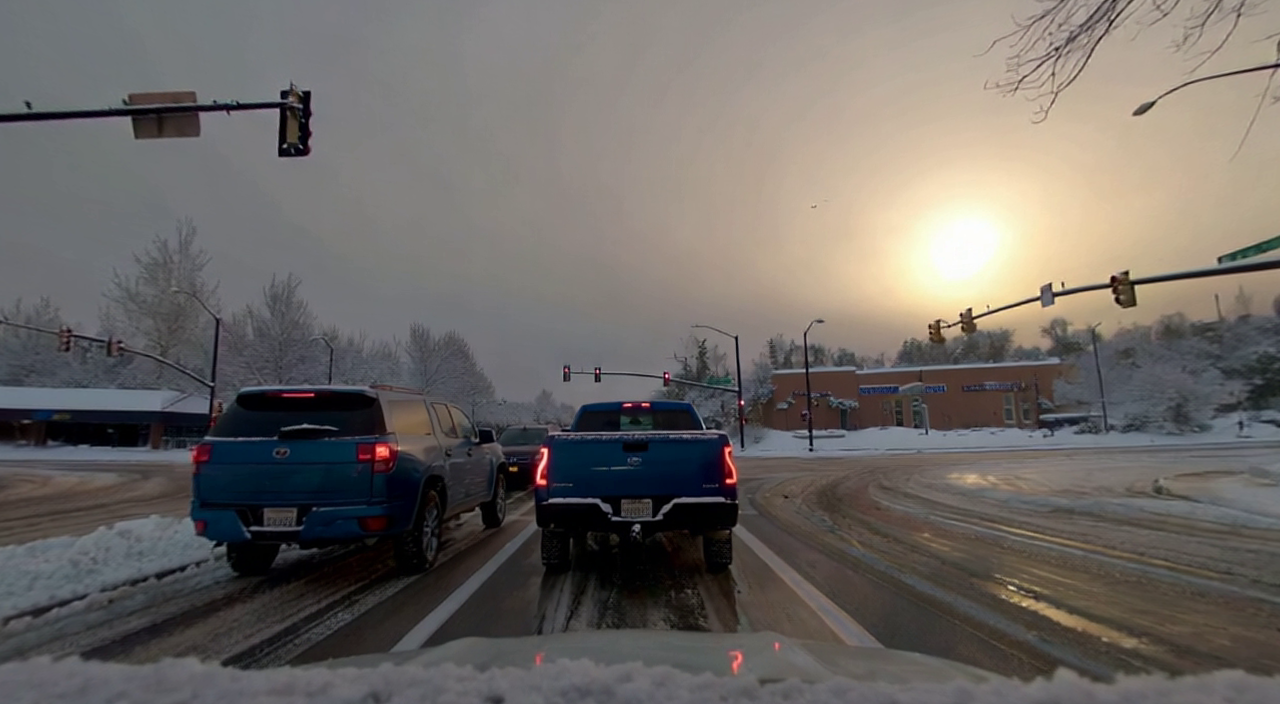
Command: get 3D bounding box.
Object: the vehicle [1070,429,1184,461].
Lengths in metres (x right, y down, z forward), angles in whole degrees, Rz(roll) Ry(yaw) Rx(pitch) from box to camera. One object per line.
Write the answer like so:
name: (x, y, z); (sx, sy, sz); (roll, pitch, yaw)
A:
vehicle: (27.928, 5.328, 36.105); (4.849, 1.759, 2.041); (0, -8, -2)

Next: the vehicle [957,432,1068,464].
vehicle: (19.298, 4.972, 32.657); (4.624, 1.601, 1.871); (0, -8, -3)

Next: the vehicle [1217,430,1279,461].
vehicle: (37.009, 5.437, 36.602); (4.714, 1.754, 2.041); (0, -8, -2)

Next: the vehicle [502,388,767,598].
vehicle: (-0.076, 1.516, 7.651); (2.204, 1.738, 4.690); (0, -8, -1)

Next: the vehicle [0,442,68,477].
vehicle: (-32.190, 5.397, 31.732); (4.406, 1.682, 2.040); (0, -8, -2)

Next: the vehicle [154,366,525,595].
vehicle: (-2.966, 1.429, 7.784); (2.220, 1.926, 4.870); (0, -8, -1)
